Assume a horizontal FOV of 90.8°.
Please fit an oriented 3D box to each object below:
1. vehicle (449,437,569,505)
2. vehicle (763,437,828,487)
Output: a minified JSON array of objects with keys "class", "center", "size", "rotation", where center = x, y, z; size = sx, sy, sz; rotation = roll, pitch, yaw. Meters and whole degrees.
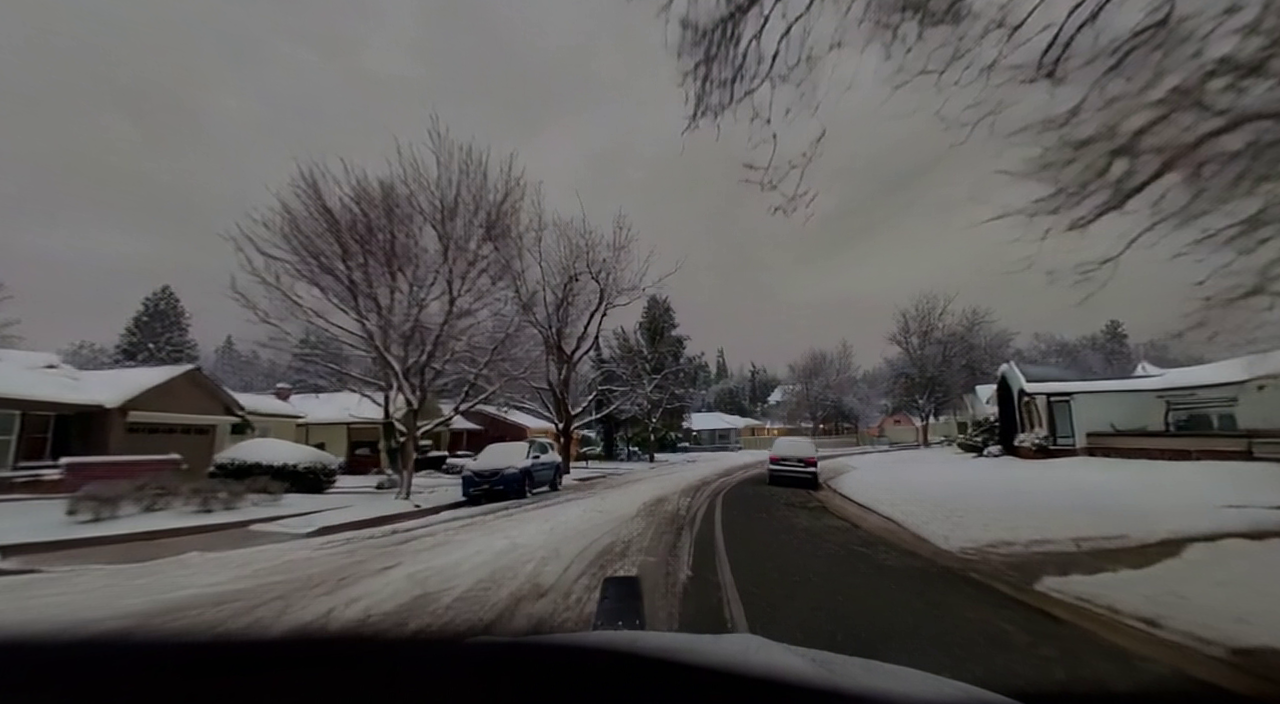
[{"class":"vehicle","center":[-3.844,3.549,19.419],"size":[2.041,1.762,4.508],"rotation":[-4,-8,10]},{"class":"vehicle","center":[5.865,4.095,23.817],"size":[2.075,1.657,4.648],"rotation":[-2,-9,14]}]
